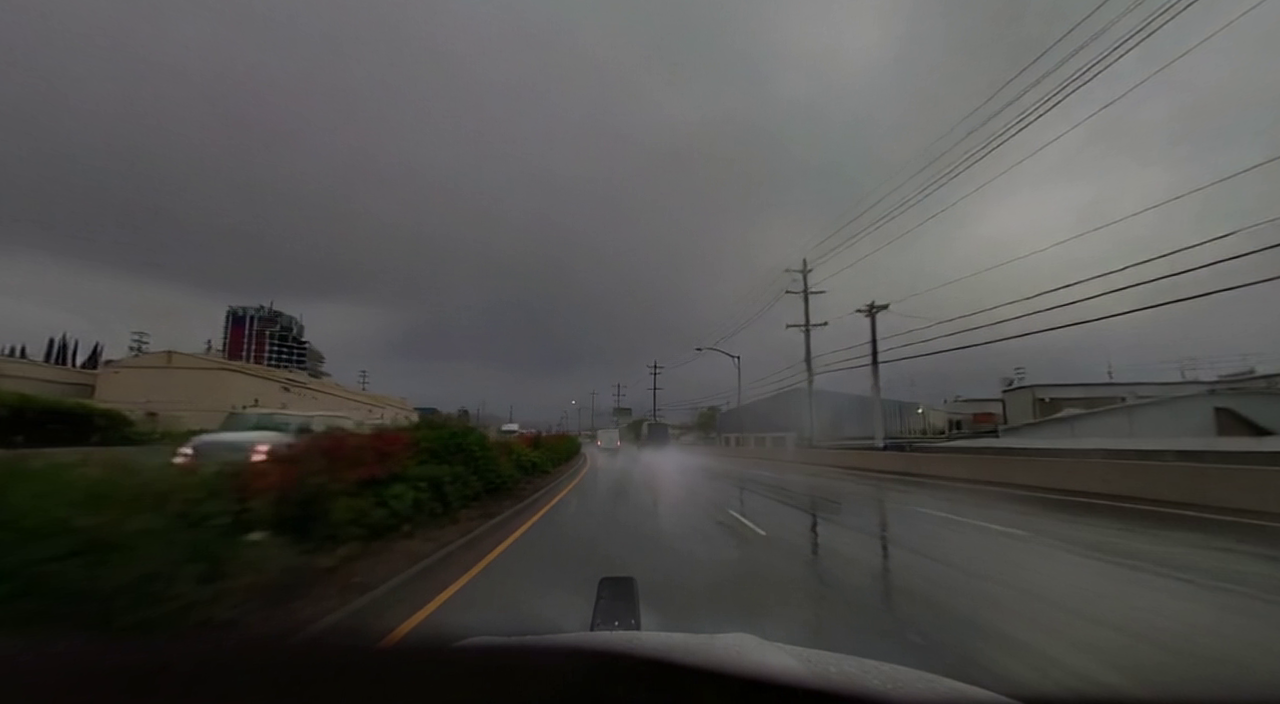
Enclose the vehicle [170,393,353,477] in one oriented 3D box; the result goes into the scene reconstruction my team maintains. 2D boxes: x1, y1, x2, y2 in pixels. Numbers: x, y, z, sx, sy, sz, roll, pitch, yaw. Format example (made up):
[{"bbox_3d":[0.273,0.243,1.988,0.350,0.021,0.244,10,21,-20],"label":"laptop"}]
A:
[{"bbox_3d":[-7.991,1.818,13.763,1.734,1.560,3.682,0,-8,-1],"label":"vehicle"}]
